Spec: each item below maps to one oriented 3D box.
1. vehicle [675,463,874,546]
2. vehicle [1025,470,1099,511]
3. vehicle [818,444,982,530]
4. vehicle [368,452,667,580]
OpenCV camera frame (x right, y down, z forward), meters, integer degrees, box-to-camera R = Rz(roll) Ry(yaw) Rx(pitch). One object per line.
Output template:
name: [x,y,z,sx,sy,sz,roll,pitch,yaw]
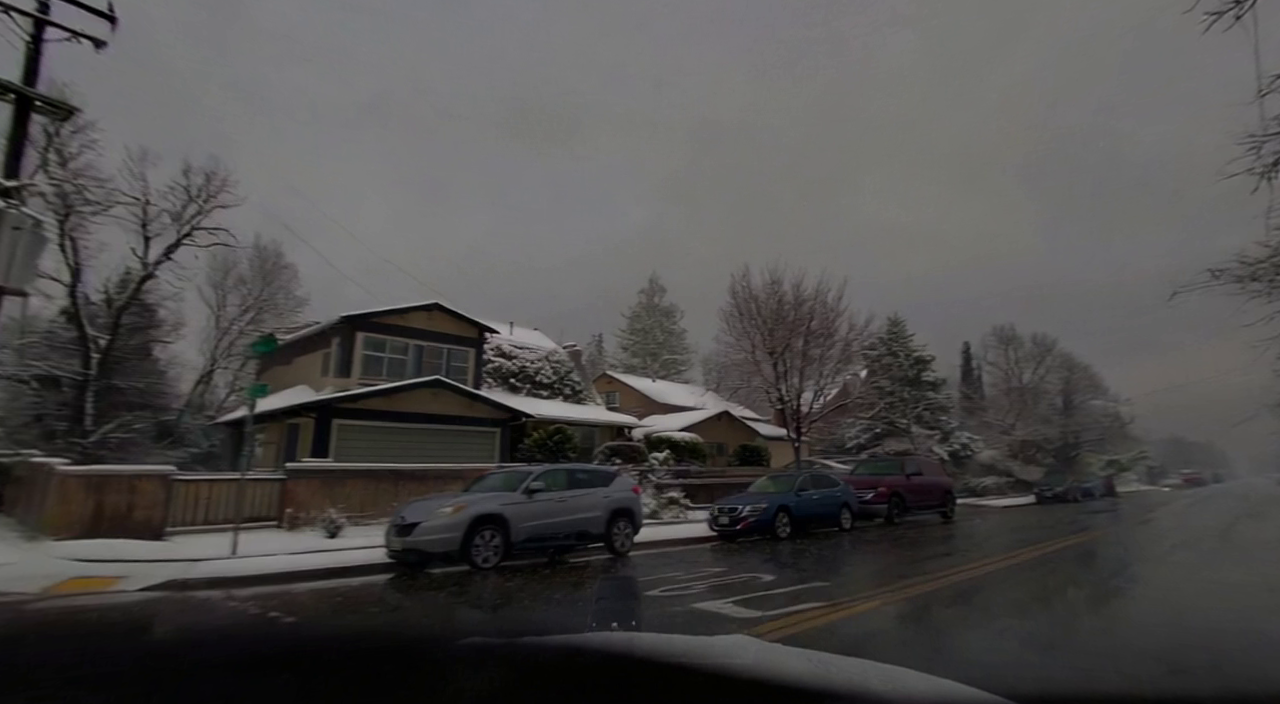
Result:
vehicle: [2.936,3.128,13.271,4.407,1.427,1.823,11,-16,-42]
vehicle: [20.325,6.555,30.345,1.971,1.648,4.638,-9,-12,44]
vehicle: [7.241,3.678,17.396,4.814,1.995,2.194,10,-16,-42]
vehicle: [-1.585,2.289,9.214,3.885,1.437,1.754,12,-16,-43]
